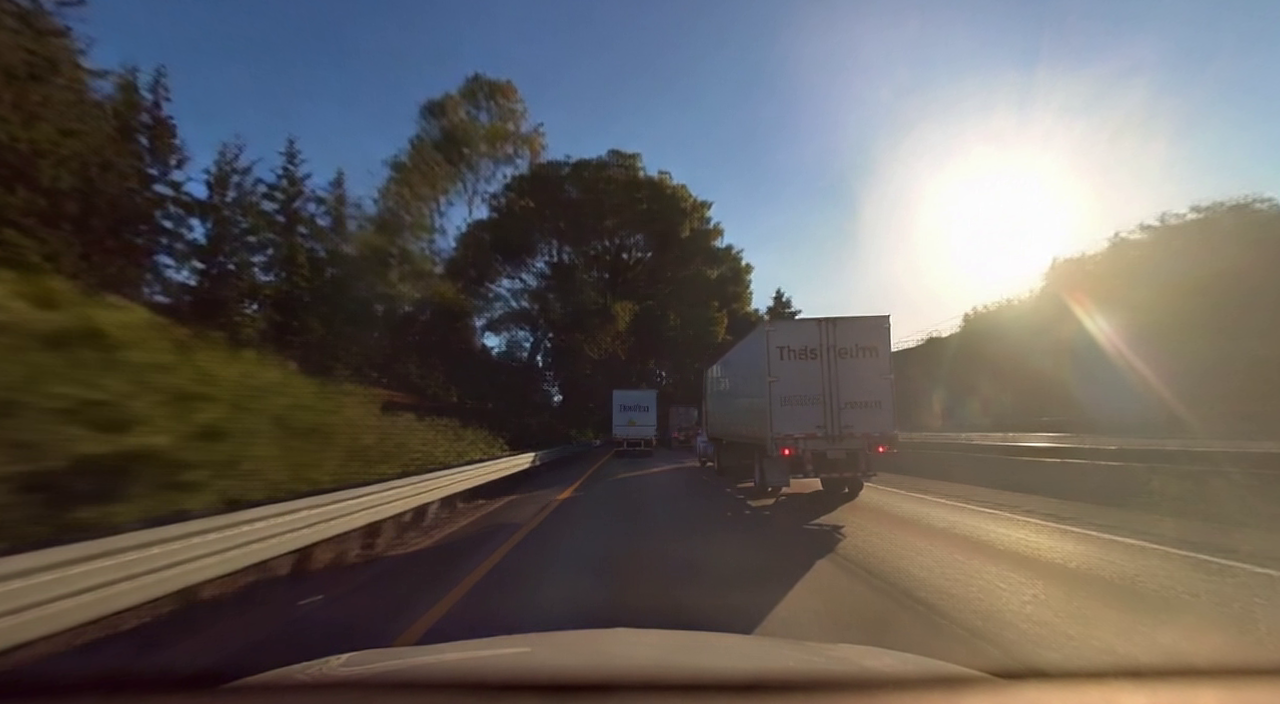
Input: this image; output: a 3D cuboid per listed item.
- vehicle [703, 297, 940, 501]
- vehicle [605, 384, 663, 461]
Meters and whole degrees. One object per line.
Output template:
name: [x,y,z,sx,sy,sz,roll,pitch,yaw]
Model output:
vehicle: [4.378,1.889,20.063,2.856,4.145,14.500,0,-8,-2]
vehicle: [-0.371,4.321,37.679,2.958,3.917,10.196,0,-8,-1]
